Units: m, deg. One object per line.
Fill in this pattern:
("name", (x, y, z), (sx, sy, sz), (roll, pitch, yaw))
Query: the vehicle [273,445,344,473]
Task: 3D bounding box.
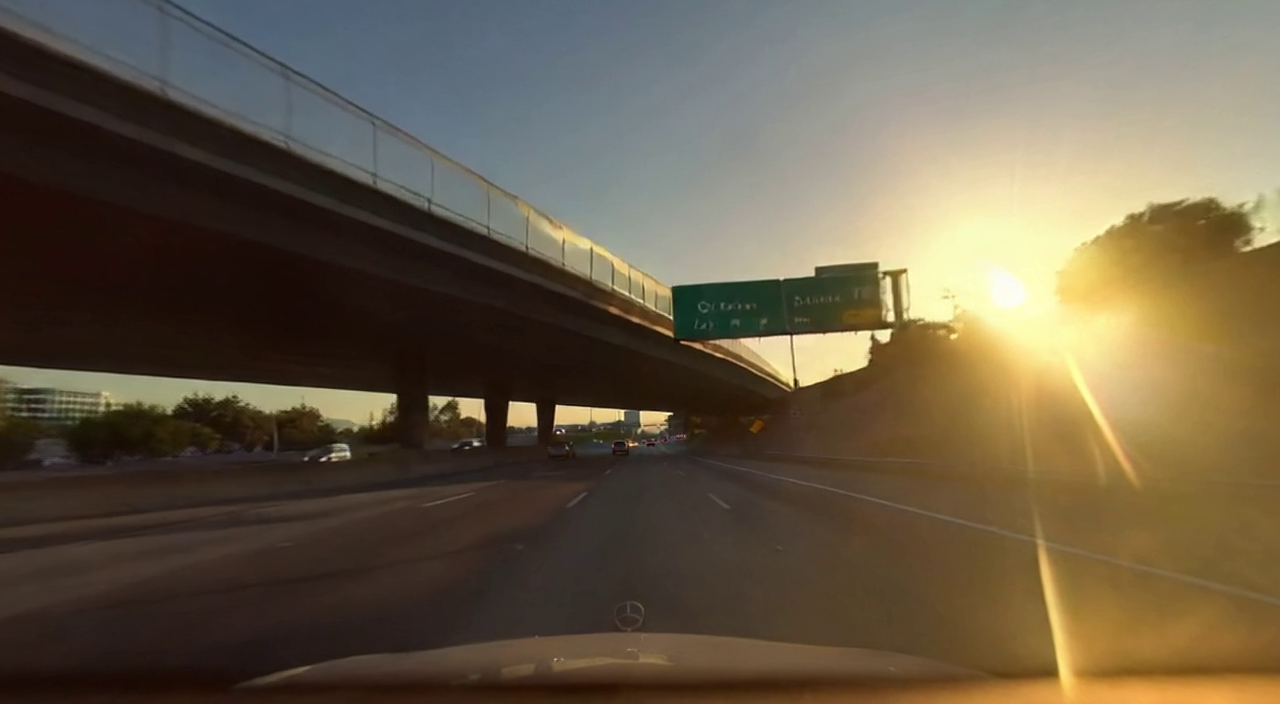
("vehicle", (-23.539, 7.591, 45.067), (1.999, 1.811, 5.381), (-1, -9, 2))
